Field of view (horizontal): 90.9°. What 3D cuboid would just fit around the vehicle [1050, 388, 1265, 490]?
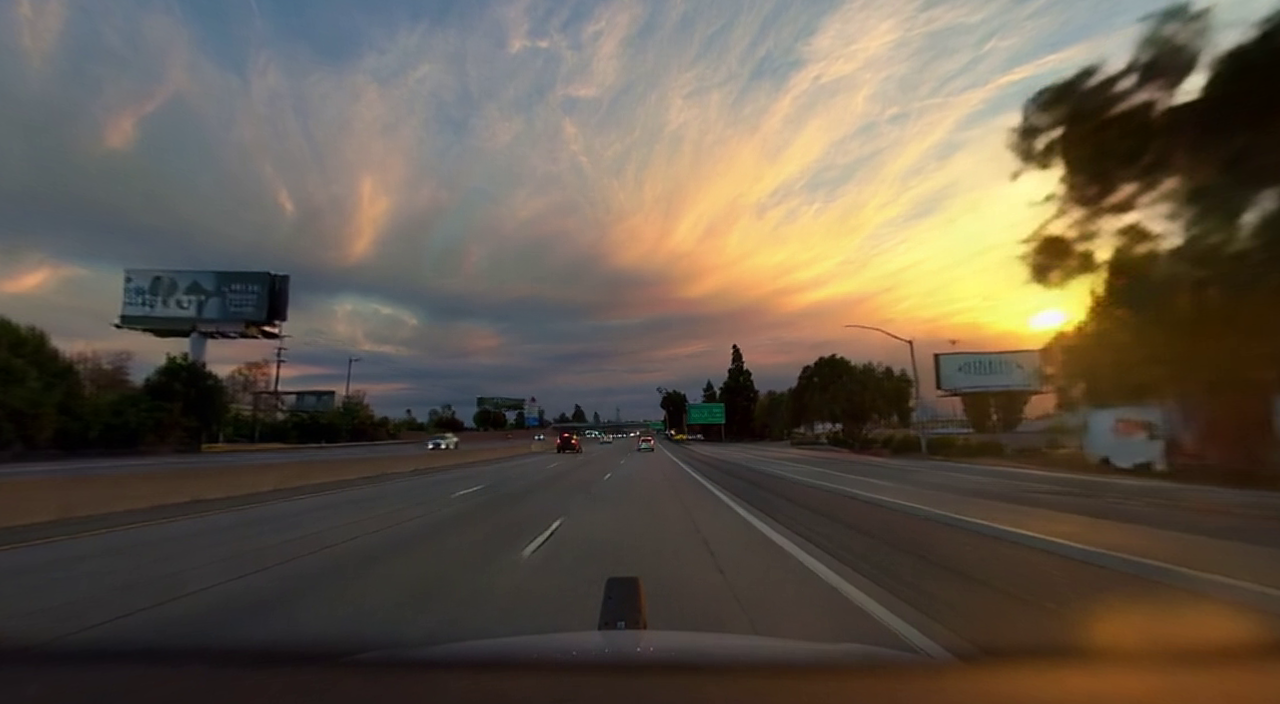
[{"bbox_3d":[18.969,3.279,23.723,3.411,3.351,5.369,0,-8,1],"label":"vehicle"}]
